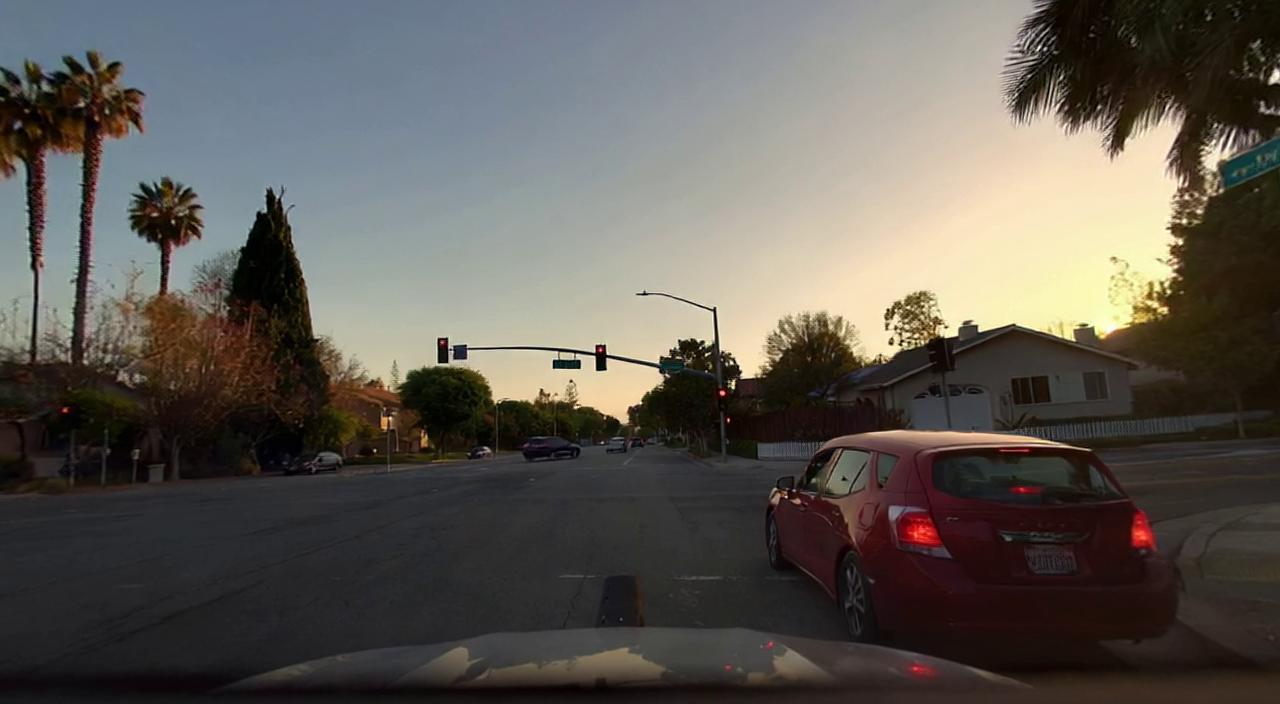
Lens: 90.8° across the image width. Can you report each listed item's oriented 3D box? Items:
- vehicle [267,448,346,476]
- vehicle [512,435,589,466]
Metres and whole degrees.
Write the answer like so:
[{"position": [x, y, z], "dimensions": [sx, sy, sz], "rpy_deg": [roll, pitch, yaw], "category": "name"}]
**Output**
[{"position": [-19.998, 6.607, 38.152], "dimensions": [2.084, 1.528, 4.778], "rpy_deg": [-1, -9, 2], "category": "vehicle"}, {"position": [-4.845, 5.437, 34.920], "dimensions": [2.083, 1.541, 4.777], "rpy_deg": [-4, -9, 22], "category": "vehicle"}]
